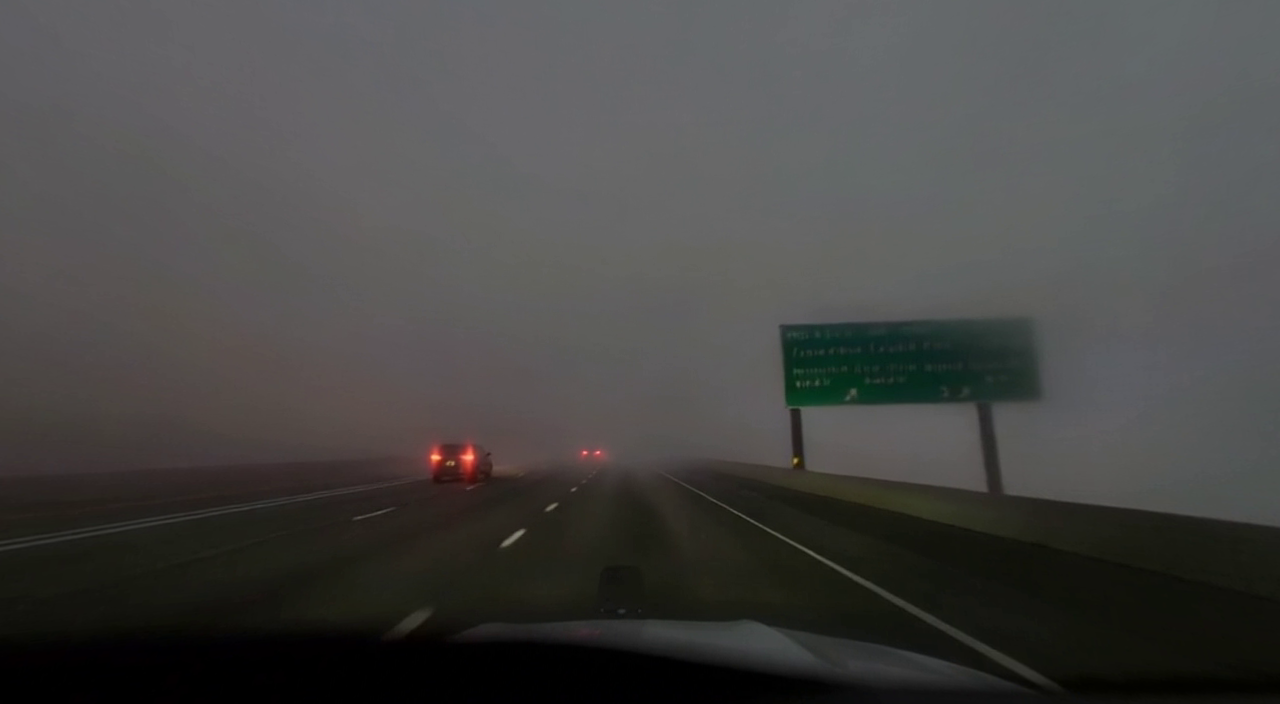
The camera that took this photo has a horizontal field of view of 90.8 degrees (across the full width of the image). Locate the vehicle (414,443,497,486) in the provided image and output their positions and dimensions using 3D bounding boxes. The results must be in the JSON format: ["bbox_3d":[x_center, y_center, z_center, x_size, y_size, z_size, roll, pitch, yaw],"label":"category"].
[{"bbox_3d":[-7.384,4.543,25.724,2.098,1.606,4.227,0,-9,0],"label":"vehicle"}]
